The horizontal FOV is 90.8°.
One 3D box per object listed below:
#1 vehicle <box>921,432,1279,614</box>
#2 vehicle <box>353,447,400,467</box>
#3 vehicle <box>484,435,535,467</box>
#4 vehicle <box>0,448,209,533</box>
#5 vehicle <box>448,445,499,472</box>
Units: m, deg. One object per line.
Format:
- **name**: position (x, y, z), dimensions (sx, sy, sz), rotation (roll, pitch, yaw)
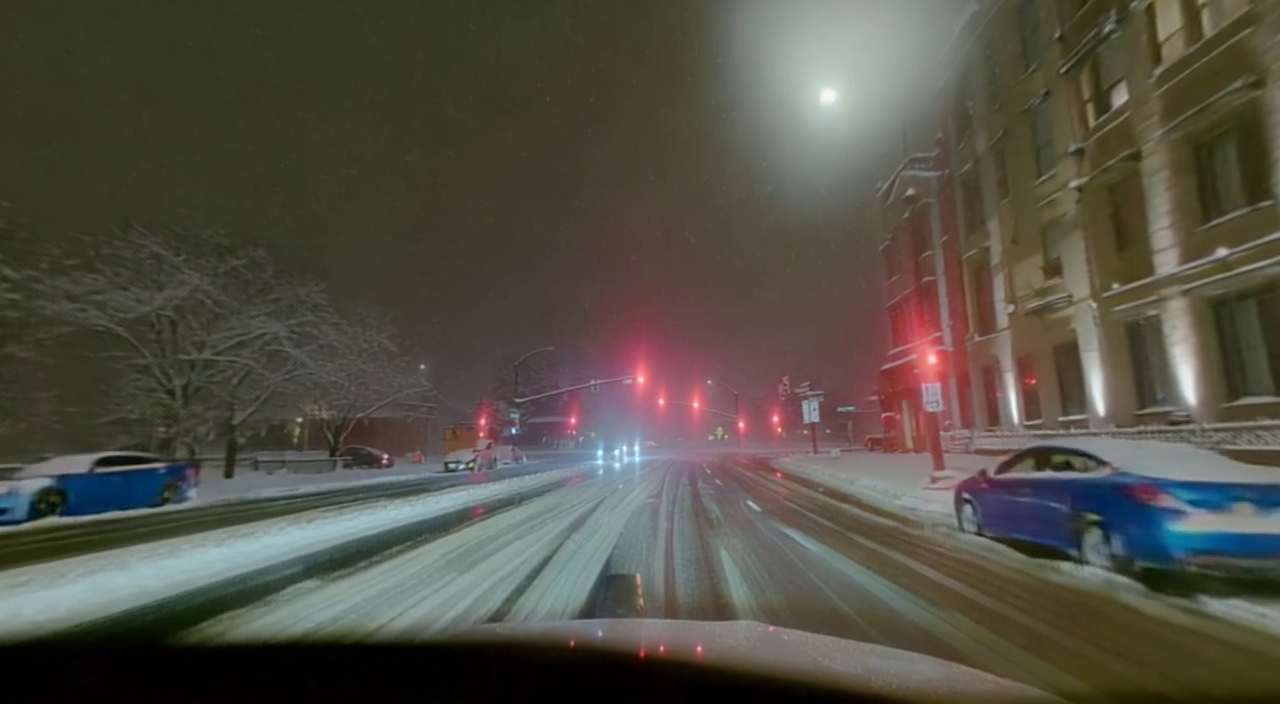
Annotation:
- **vehicle**: position (5.706, 1.802, 7.916), dimensions (2.010, 1.473, 5.353), rotation (0, -8, 1)
- **vehicle**: position (-20.746, 8.245, 49.877), dimensions (1.788, 1.487, 3.880), rotation (0, -8, 3)
- **vehicle**: position (-9.552, 7.296, 46.667), dimensions (2.268, 2.181, 5.482), rotation (-1, -8, 4)
- **vehicle**: position (-12.248, 2.869, 13.840), dimensions (1.894, 1.493, 4.902), rotation (-1, -8, 5)
- **vehicle**: position (-10.253, 6.565, 39.168), dimensions (1.868, 1.520, 3.796), rotation (-1, -8, 3)
